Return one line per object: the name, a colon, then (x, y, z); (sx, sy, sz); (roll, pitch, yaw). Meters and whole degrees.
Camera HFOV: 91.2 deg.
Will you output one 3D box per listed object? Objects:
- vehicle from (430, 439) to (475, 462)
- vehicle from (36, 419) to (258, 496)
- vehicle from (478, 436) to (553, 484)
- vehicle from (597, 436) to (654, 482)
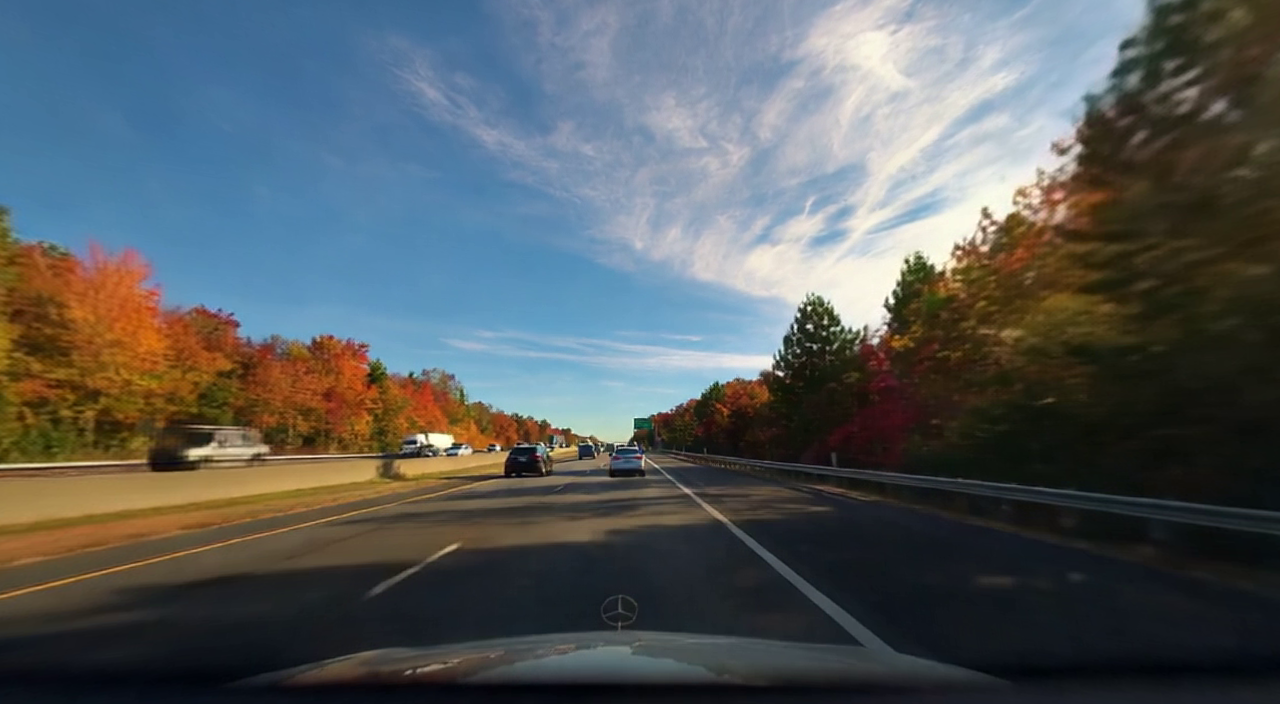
vehicle: (-14.017, 7.424, 47.048); (2.003, 1.594, 4.599); (-1, -9, 0)
vehicle: (-12.348, 2.705, 16.219); (2.032, 1.672, 4.515); (-1, -9, 0)
vehicle: (-4.775, 4.217, 24.763); (1.974, 1.688, 4.727); (-1, -9, 0)
vehicle: (-0.579, 4.276, 25.295); (2.115, 1.661, 4.049); (0, -9, -1)
